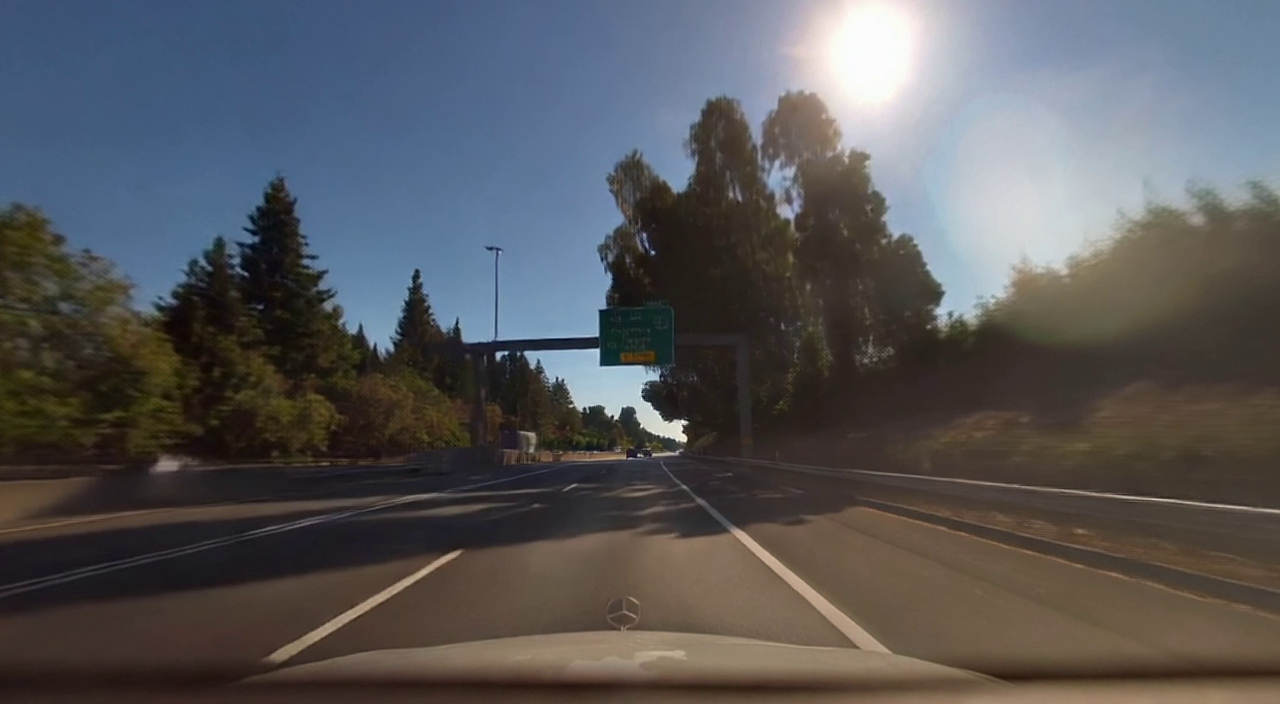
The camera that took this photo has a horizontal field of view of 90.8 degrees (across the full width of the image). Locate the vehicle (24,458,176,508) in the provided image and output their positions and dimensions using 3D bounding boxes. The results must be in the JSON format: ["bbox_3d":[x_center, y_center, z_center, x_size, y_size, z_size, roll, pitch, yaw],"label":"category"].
[{"bbox_3d":[-17.347,4.174,20.518,1.768,1.425,3.536,0,-9,0],"label":"vehicle"}]

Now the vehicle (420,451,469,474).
[{"bbox_3d":[-12.979,7.340,42.132,1.853,1.448,4.331,0,-9,0],"label":"vehicle"}]
